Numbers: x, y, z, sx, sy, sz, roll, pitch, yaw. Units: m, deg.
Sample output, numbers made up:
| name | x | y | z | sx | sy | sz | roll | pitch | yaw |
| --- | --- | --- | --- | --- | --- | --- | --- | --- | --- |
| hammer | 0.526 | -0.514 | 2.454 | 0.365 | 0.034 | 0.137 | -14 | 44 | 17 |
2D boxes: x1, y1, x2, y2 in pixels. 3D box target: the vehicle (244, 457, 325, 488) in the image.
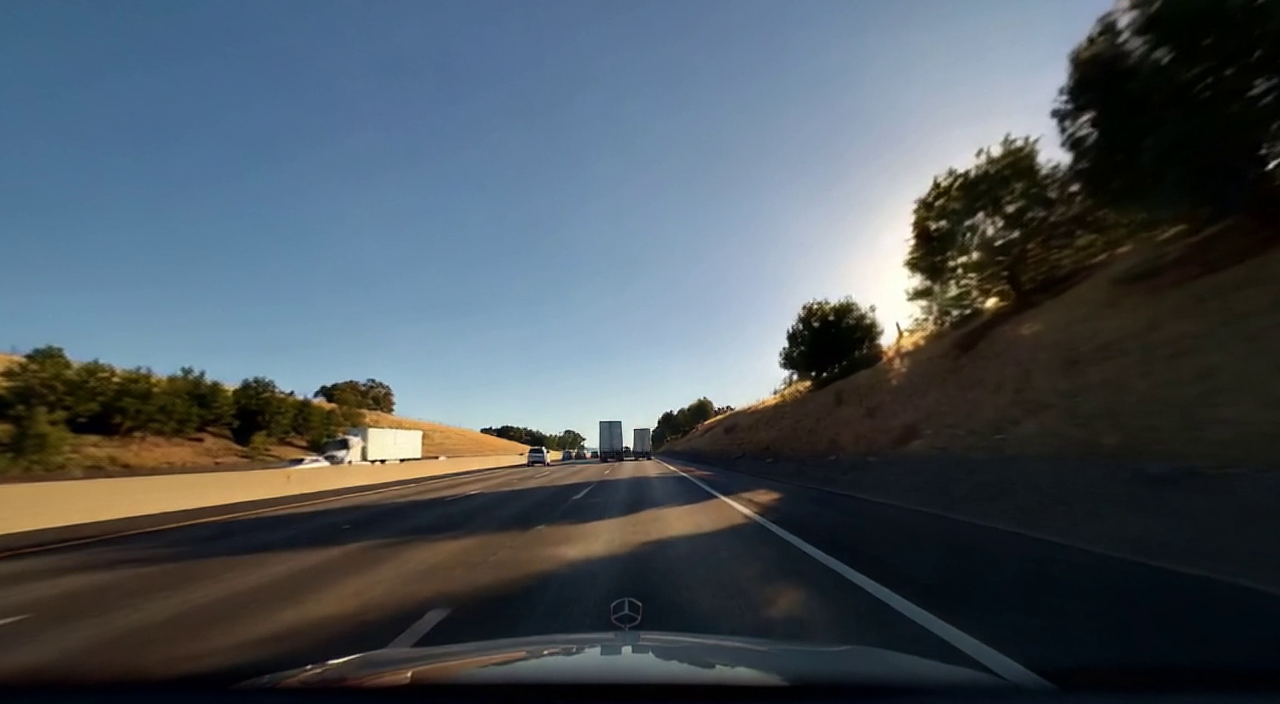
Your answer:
| name | x | y | z | sx | sy | sz | roll | pitch | yaw |
| --- | --- | --- | --- | --- | --- | --- | --- | --- | --- |
| vehicle | -18.697 | 6.332 | 33.434 | 1.815 | 1.431 | 4.216 | 0 | -9 | 0 |

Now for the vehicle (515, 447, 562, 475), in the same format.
| name | x | y | z | sx | sy | sz | roll | pitch | yaw |
| --- | --- | --- | --- | --- | --- | --- | --- | --- | --- |
| vehicle | -5.788 | 6.282 | 36.535 | 2.091 | 1.527 | 4.455 | 0 | -9 | -1 |
